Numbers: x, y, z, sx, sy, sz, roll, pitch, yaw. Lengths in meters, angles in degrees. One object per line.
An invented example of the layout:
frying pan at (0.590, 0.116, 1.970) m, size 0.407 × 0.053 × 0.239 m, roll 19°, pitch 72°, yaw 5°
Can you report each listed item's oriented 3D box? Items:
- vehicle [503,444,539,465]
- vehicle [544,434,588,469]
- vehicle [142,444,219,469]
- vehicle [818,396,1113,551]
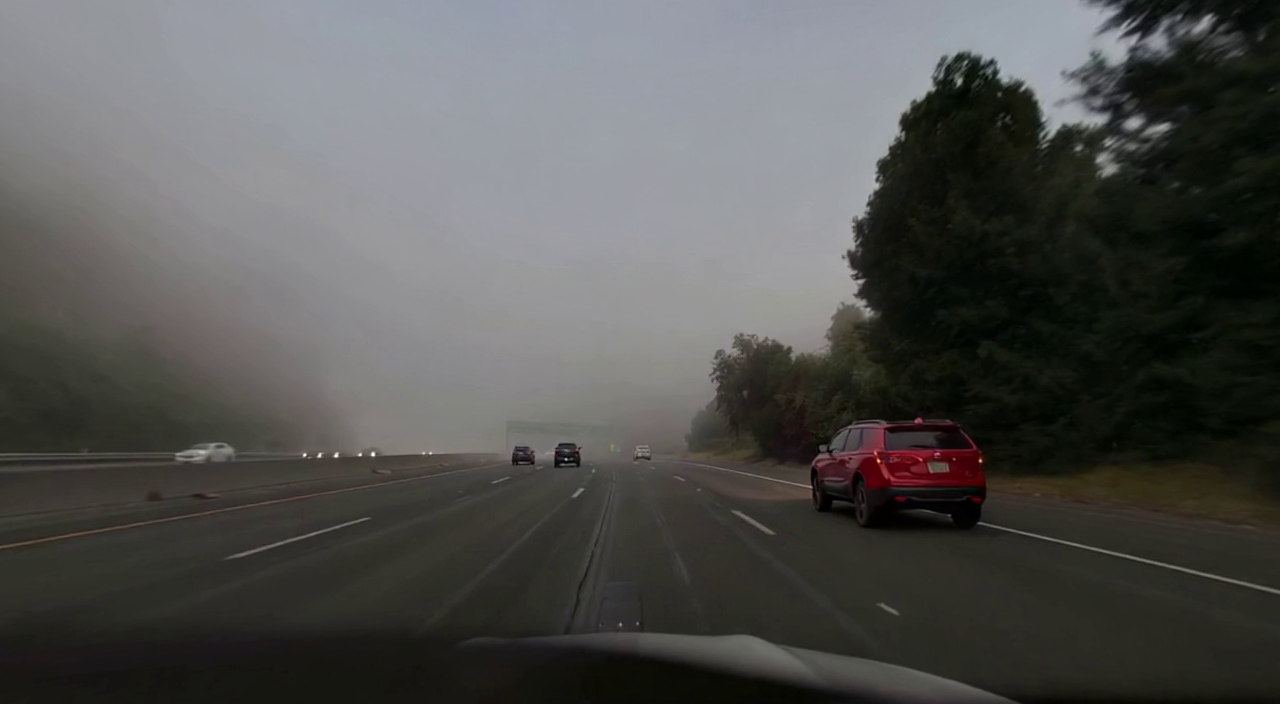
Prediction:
vehicle at (-9.322, 8.094, 49.812) m, size 2.113 × 1.551 × 4.898 m, roll 0°, pitch -9°, yaw -3°
vehicle at (-4.878, 6.667, 42.412) m, size 2.537 × 2.121 × 5.251 m, roll 0°, pitch -9°, yaw -2°
vehicle at (-28.929, 6.561, 39.934) m, size 1.751 × 1.477 × 4.430 m, roll 0°, pitch -9°, yaw -4°
vehicle at (4.735, 1.873, 10.316) m, size 2.103 × 1.903 × 4.837 m, roll 0°, pitch -9°, yaw -1°
